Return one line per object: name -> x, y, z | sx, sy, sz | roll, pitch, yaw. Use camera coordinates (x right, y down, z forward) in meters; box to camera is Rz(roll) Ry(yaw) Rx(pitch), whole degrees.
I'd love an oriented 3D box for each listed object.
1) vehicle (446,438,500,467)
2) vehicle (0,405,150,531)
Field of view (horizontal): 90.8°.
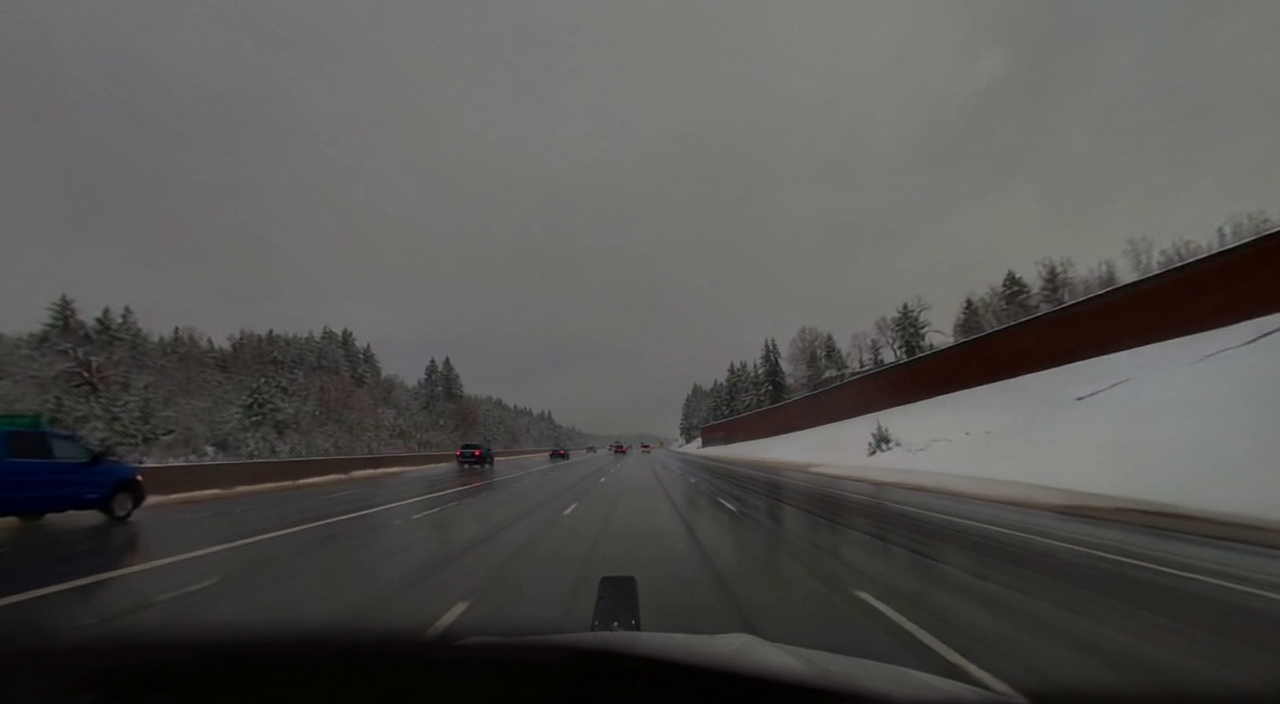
vehicle -> -10.833, 6.572, 41.427 | 2.195, 1.795, 4.659 | 0, -9, 1
vehicle -> -10.630, 1.806, 9.877 | 2.012, 1.875, 4.895 | 0, -9, -1
